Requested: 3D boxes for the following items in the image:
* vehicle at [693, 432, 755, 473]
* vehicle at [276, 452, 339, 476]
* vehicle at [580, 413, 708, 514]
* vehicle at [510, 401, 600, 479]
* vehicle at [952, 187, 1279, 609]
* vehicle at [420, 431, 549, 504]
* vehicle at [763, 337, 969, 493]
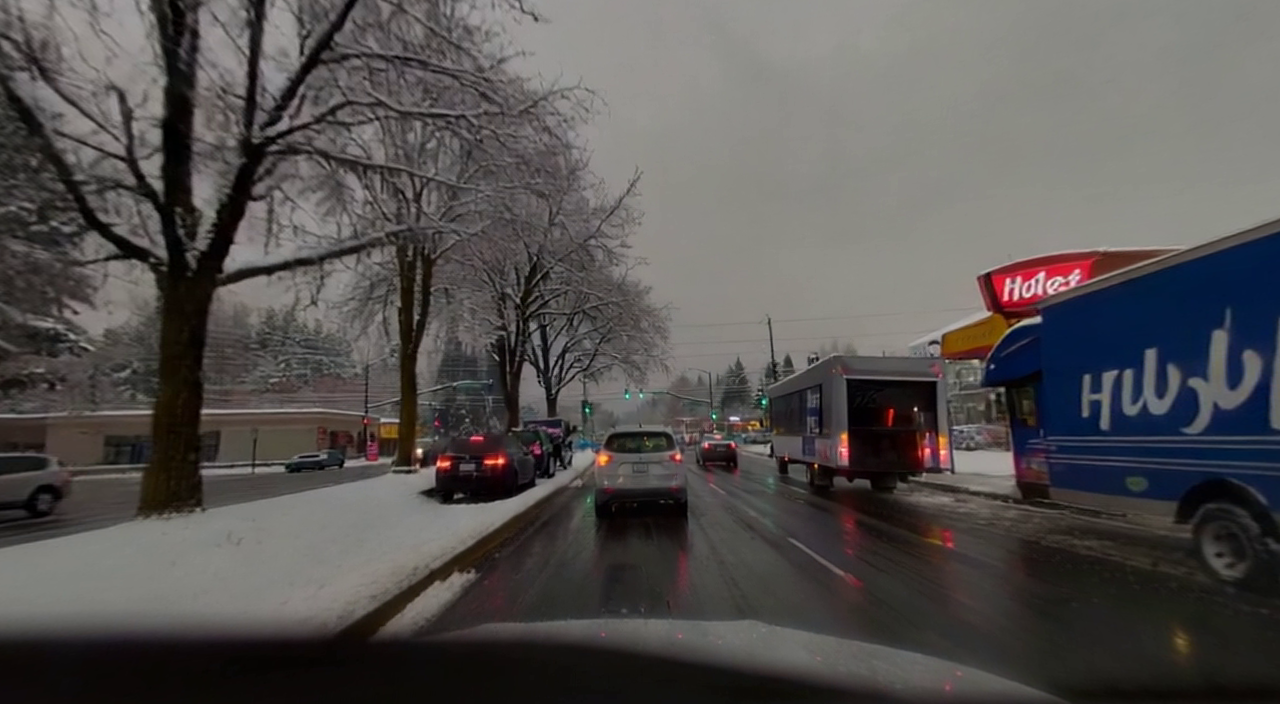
[{"bbox_3d":[3.442,4.214,26.663,2.075,1.540,4.411,-1,-8,1],"label":"vehicle"},{"bbox_3d":[-22.639,7.597,43.152,1.824,1.470,4.486,-1,-8,2],"label":"vehicle"},{"bbox_3d":[0.094,2.233,13.002,2.209,1.718,4.008,-1,-8,1],"label":"vehicle"},{"bbox_3d":[-3.304,3.700,26.536,2.715,2.791,7.171,-1,-8,1],"label":"vehicle"},{"bbox_3d":[6.608,0.549,6.332,2.891,3.361,7.843,-1,-8,0],"label":"vehicle"},{"bbox_3d":[-3.578,2.739,15.449,2.008,1.500,4.369,-1,-8,1],"label":"vehicle"},{"bbox_3d":[6.695,2.331,21.138,2.816,3.804,10.315,-3,-8,-1],"label":"vehicle"}]
